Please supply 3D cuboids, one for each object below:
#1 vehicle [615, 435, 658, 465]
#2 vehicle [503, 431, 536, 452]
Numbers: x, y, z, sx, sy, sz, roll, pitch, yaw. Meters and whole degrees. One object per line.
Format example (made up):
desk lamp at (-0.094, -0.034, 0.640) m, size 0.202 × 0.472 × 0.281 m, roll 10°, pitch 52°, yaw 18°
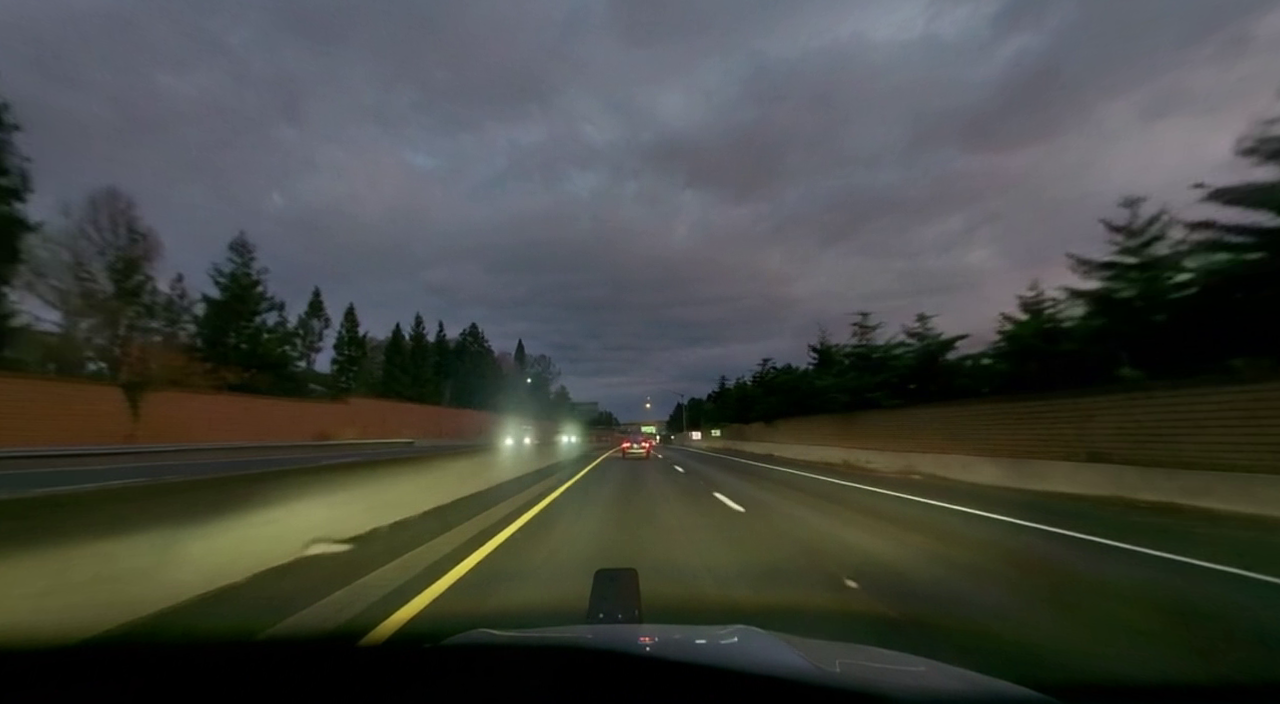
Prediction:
vehicle at (-0.204, 5.175, 33.668) m, size 2.119 × 1.480 × 4.000 m, roll 0°, pitch -8°, yaw -1°
vehicle at (-9.319, 6.961, 49.020) m, size 1.842 × 1.511 × 3.979 m, roll 0°, pitch -8°, yaw 0°
